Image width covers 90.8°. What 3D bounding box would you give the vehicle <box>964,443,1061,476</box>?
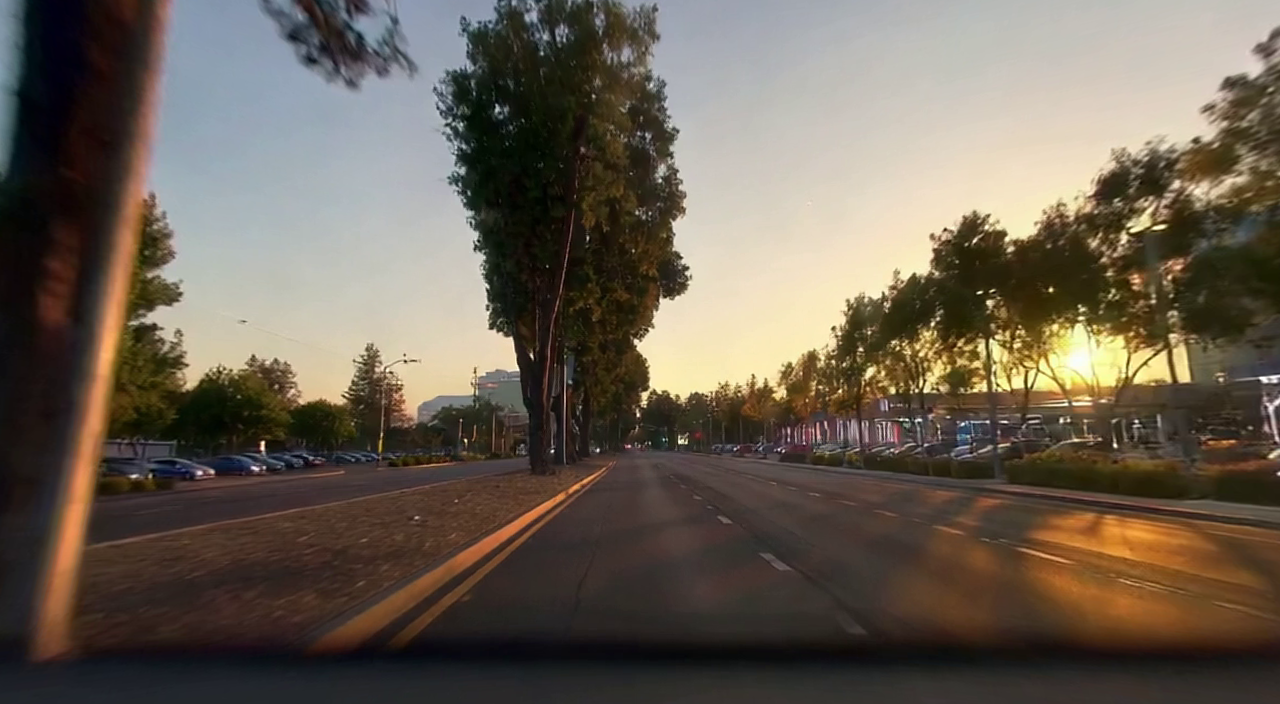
[{"bbox_3d":[17.825,5.105,30.176,4.496,1.423,1.700,4,-10,-26],"label":"vehicle"}]

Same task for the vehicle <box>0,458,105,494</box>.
[{"bbox_3d":[-26.450,5.412,27.692,4.243,1.493,1.873,0,-8,0],"label":"vehicle"}]

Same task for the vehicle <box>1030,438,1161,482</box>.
[{"bbox_3d":[17.847,4.185,24.726,4.697,1.578,2.067,4,-9,-26],"label":"vehicle"}]

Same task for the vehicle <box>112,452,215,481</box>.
[{"bbox_3d":[-26.935,6.458,35.784,4.193,1.585,1.956,0,-8,0],"label":"vehicle"}]

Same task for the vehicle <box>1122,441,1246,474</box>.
[{"bbox_3d":[27.711,5.377,32.260,4.591,1.593,2.041,1,-8,-5],"label":"vehicle"}]

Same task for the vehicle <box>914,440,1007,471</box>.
[{"bbox_3d":[18.224,5.846,35.951,4.788,1.660,2.043,4,-9,-23],"label":"vehicle"}]
